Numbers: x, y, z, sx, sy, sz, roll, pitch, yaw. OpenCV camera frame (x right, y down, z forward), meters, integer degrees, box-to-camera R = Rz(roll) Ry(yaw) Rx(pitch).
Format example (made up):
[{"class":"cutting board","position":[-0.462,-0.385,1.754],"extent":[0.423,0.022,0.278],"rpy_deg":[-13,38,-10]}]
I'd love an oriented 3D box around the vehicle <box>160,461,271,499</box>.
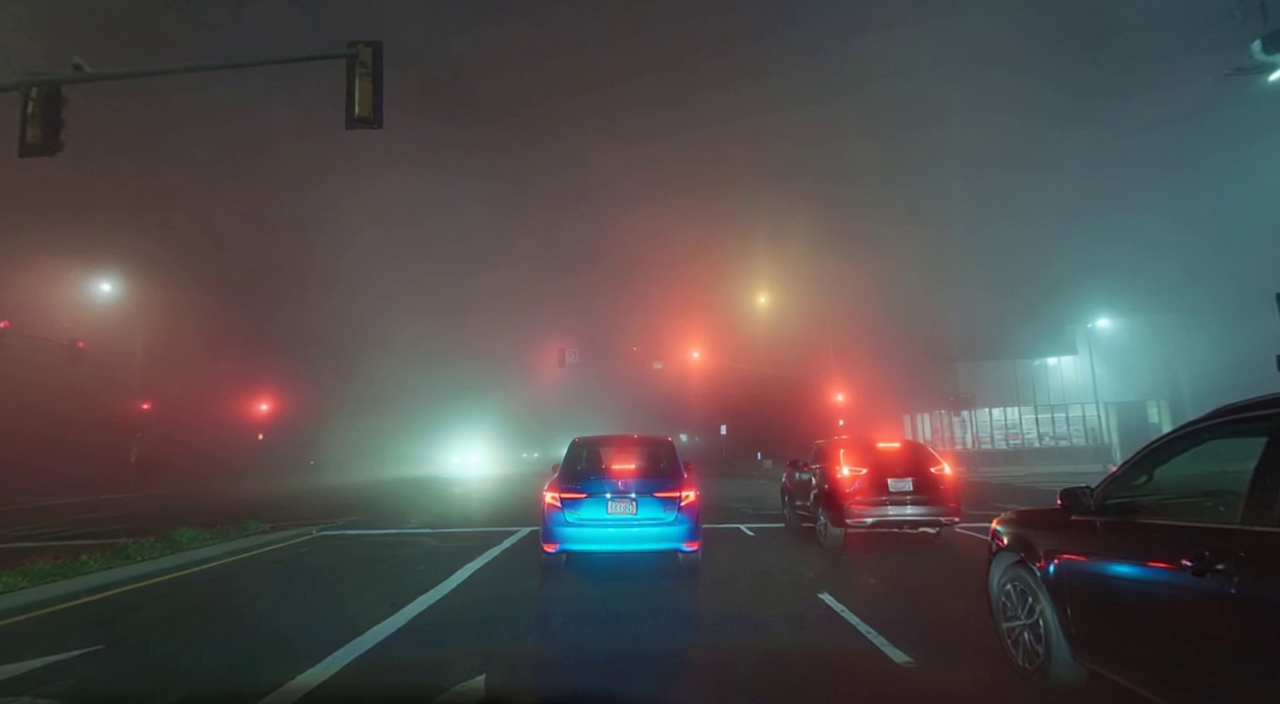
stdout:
[{"class":"vehicle","position":[-19.078,5.761,28.703],"extent":[1.942,1.453,4.448],"rpy_deg":[0,-9,0]}]

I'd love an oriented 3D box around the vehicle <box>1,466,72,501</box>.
[{"class":"vehicle","position":[-28.002,6.076,29.450],"extent":[1.972,1.433,4.324],"rpy_deg":[8,-12,-39]}]

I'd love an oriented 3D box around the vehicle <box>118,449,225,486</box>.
[{"class":"vehicle","position":[-27.484,6.753,37.359],"extent":[2.300,1.932,5.056],"rpy_deg":[-1,-8,2]}]

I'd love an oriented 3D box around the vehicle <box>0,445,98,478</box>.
[{"class":"vehicle","position":[-35.571,6.481,37.443],"extent":[2.145,1.797,5.198],"rpy_deg":[-1,-10,1]}]

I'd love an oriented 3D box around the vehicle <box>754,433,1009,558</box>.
[{"class":"vehicle","position":[3.218,1.994,9.598],"extent":[2.009,1.414,4.416],"rpy_deg":[0,-8,-2]}]

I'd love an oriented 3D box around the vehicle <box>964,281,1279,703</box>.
[{"class":"vehicle","position":[3.000,0.624,1.578],"extent":[2.047,1.785,4.357],"rpy_deg":[0,-8,0]}]

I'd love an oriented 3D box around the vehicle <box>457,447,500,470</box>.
[{"class":"vehicle","position":[-11.676,7.728,46.034],"extent":[1.887,1.516,4.524],"rpy_deg":[0,-8,1]}]

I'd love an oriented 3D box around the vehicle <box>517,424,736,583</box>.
[{"class":"vehicle","position":[-0.141,1.738,8.060],"extent":[2.095,1.502,3.873],"rpy_deg":[0,-8,0]}]
